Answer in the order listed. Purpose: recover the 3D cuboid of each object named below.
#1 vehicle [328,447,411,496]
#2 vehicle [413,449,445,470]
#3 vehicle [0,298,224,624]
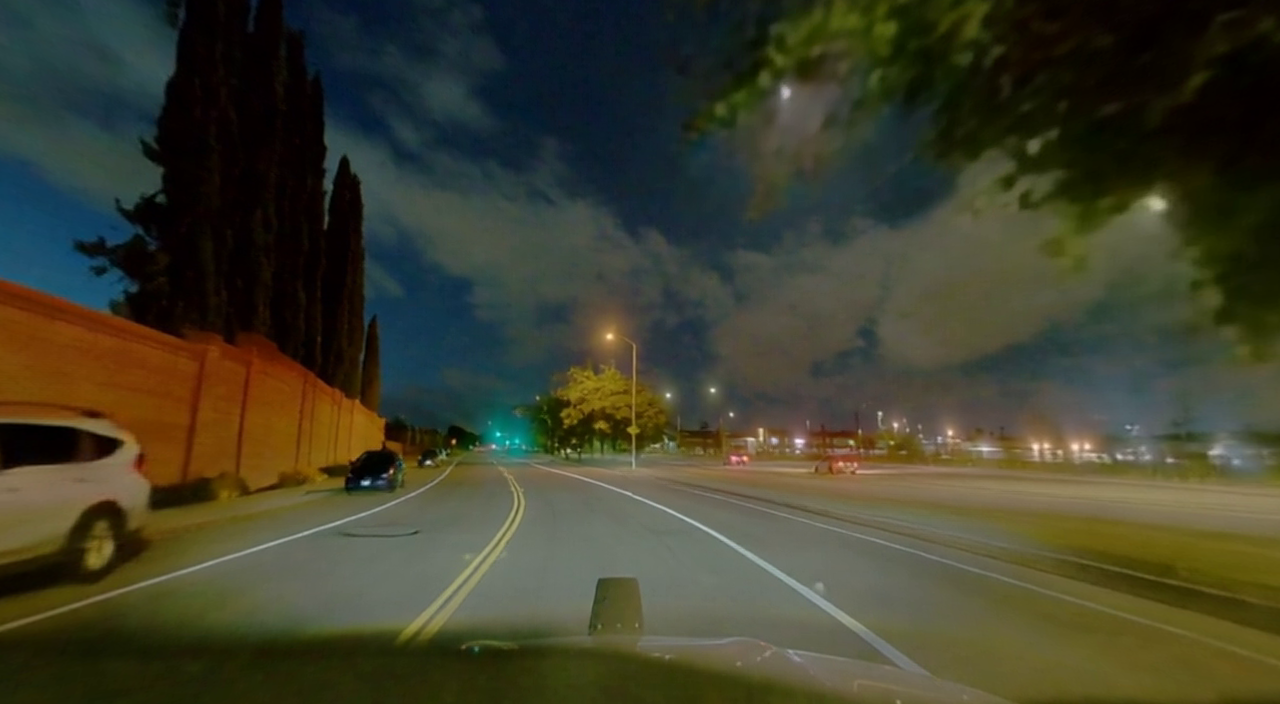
[{"bbox_3d":[-9.362,4.133,22.231,1.877,1.507,4.363,3,-9,-13],"label":"vehicle"},{"bbox_3d":[-16.207,8.262,48.720,1.899,1.485,4.593,4,-9,-14],"label":"vehicle"},{"bbox_3d":[-6.587,1.057,6.003,2.376,2.668,4.883,-2,-8,-7],"label":"vehicle"}]
